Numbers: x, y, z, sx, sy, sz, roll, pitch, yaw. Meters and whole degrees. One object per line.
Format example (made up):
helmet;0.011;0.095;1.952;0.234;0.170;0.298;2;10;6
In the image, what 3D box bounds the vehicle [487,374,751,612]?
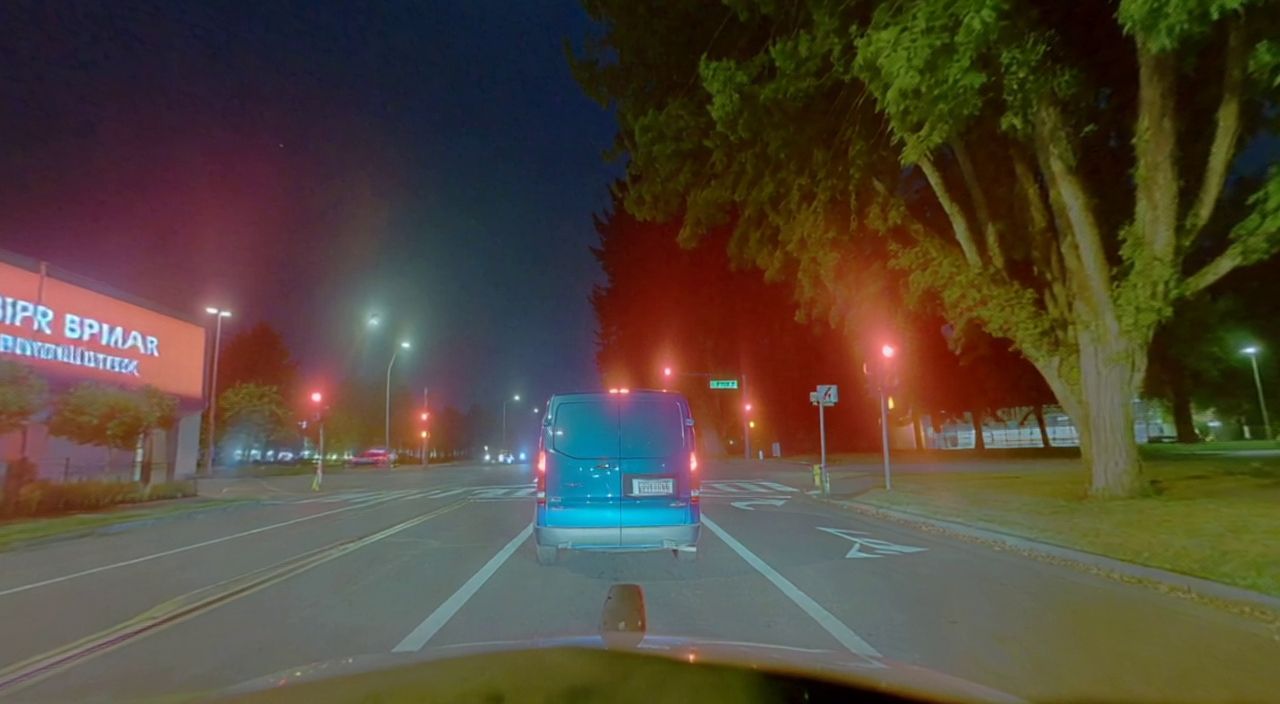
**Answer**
vehicle;-0.295;1.465;7.293;2.181;1.949;3.932;1;-9;-4
